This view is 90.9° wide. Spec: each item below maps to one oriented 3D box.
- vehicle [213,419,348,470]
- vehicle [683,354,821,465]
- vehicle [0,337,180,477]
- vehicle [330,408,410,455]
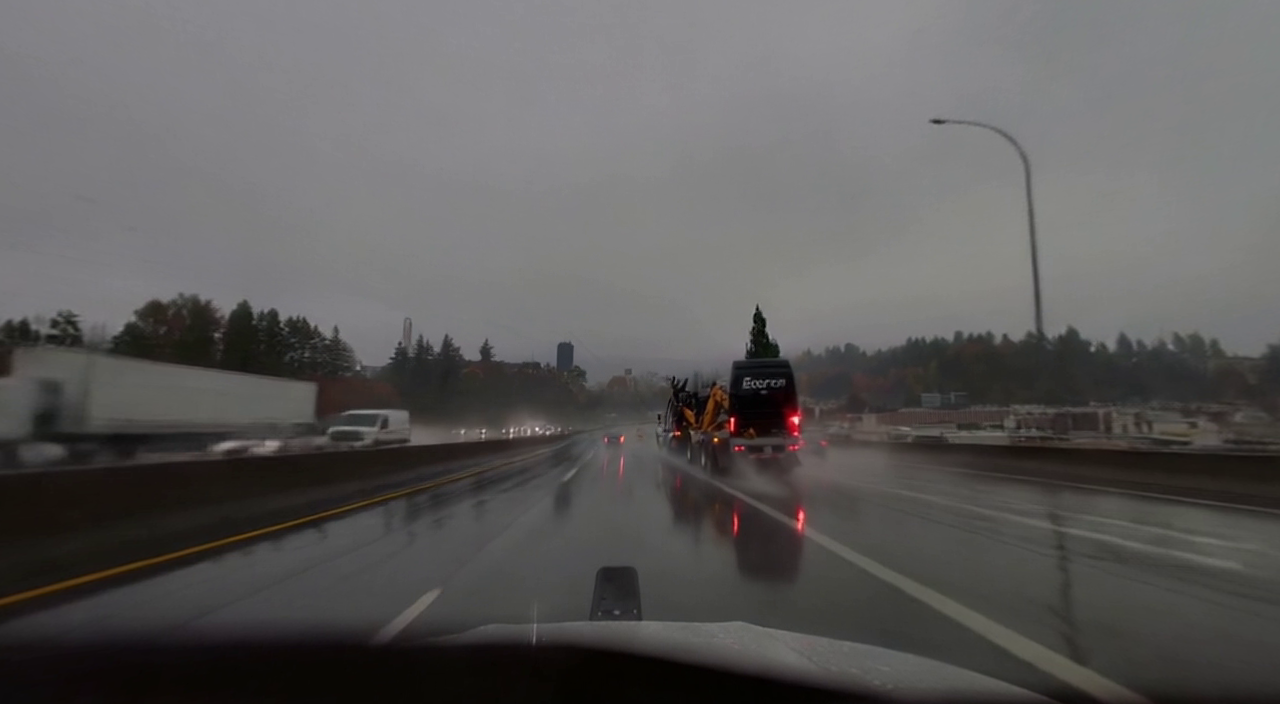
[{"bbox_3d":[-12.014,3.132,21.493,2.000,1.546,4.563,0,-8,-2],"label":"vehicle"},{"bbox_3d":[3.510,2.185,22.176,2.833,3.180,8.004,1,-8,-4],"label":"vehicle"},{"bbox_3d":[-18.987,1.711,18.781,3.022,3.791,10.271,0,-8,-2],"label":"vehicle"},{"bbox_3d":[-15.691,4.679,37.030,2.254,2.533,5.803,0,-8,-2],"label":"vehicle"}]
